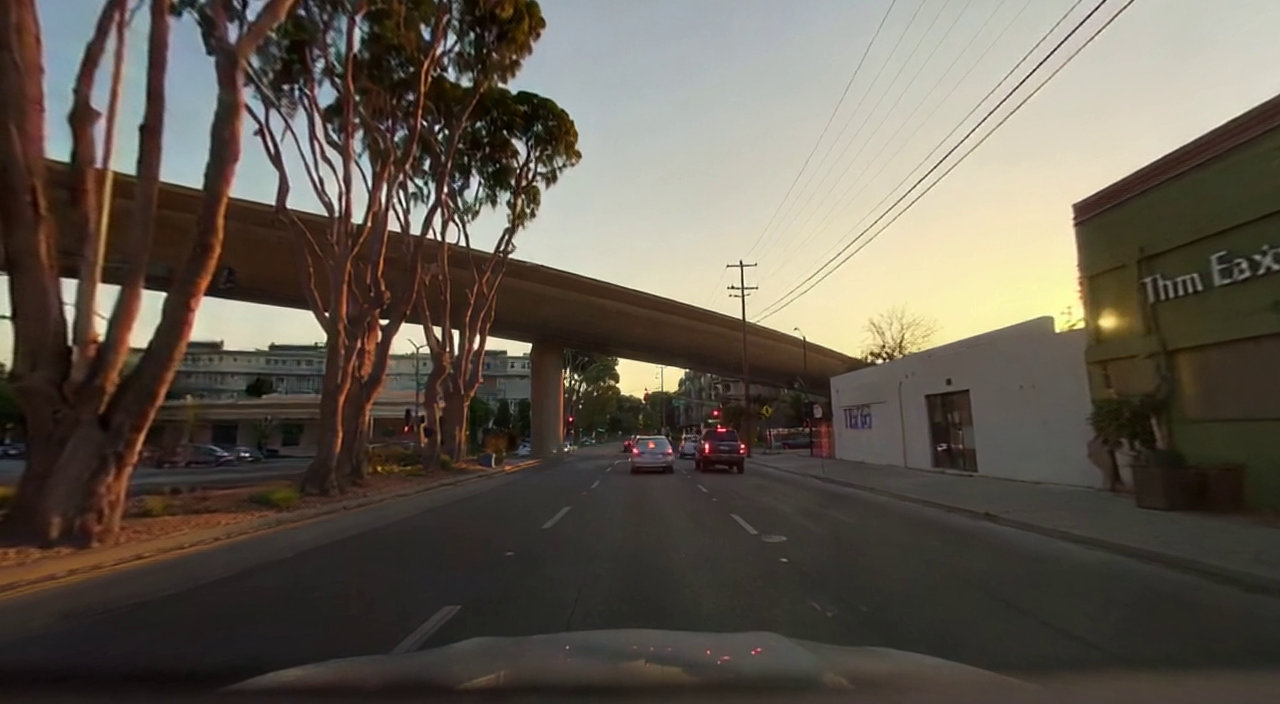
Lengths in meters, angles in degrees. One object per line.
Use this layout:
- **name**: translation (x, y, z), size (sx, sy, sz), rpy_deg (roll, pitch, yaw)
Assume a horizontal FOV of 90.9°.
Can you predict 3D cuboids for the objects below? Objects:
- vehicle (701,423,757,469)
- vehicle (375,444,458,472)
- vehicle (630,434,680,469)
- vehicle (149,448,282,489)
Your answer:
- **vehicle**: translation (4.151, 4.484, 30.095), size (2.080, 1.999, 4.379), rpy_deg (0, -8, 0)
- **vehicle**: translation (-13.229, 6.277, 37.577), size (1.860, 1.543, 4.302), rpy_deg (-6, -10, 35)
- **vehicle**: translation (0.645, 4.511, 28.747), size (2.101, 1.467, 4.210), rpy_deg (0, -8, 0)
- **vehicle**: translation (-18.962, 5.180, 28.448), size (1.832, 1.611, 4.546), rpy_deg (-5, -9, 28)
